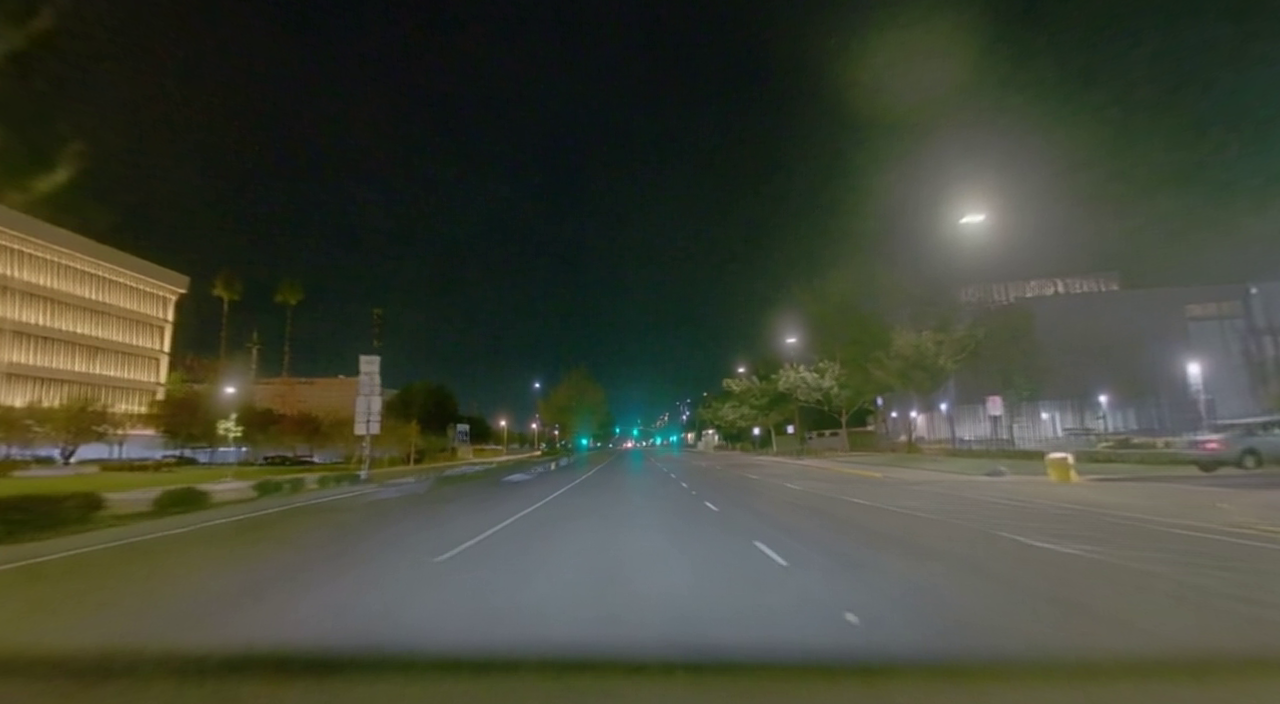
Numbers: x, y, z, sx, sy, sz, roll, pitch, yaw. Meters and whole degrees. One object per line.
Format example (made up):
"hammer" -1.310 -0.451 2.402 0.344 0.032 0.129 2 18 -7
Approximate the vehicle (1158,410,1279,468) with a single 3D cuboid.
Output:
"vehicle" 20.025 2.823 20.383 4.656 1.752 2.309 1 -9 -4

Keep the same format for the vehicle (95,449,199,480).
"vehicle" -32.319 7.316 41.502 2.122 1.886 4.993 -10 -13 44

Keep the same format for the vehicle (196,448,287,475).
"vehicle" -26.615 7.330 42.318 4.673 1.717 2.044 0 -9 1
